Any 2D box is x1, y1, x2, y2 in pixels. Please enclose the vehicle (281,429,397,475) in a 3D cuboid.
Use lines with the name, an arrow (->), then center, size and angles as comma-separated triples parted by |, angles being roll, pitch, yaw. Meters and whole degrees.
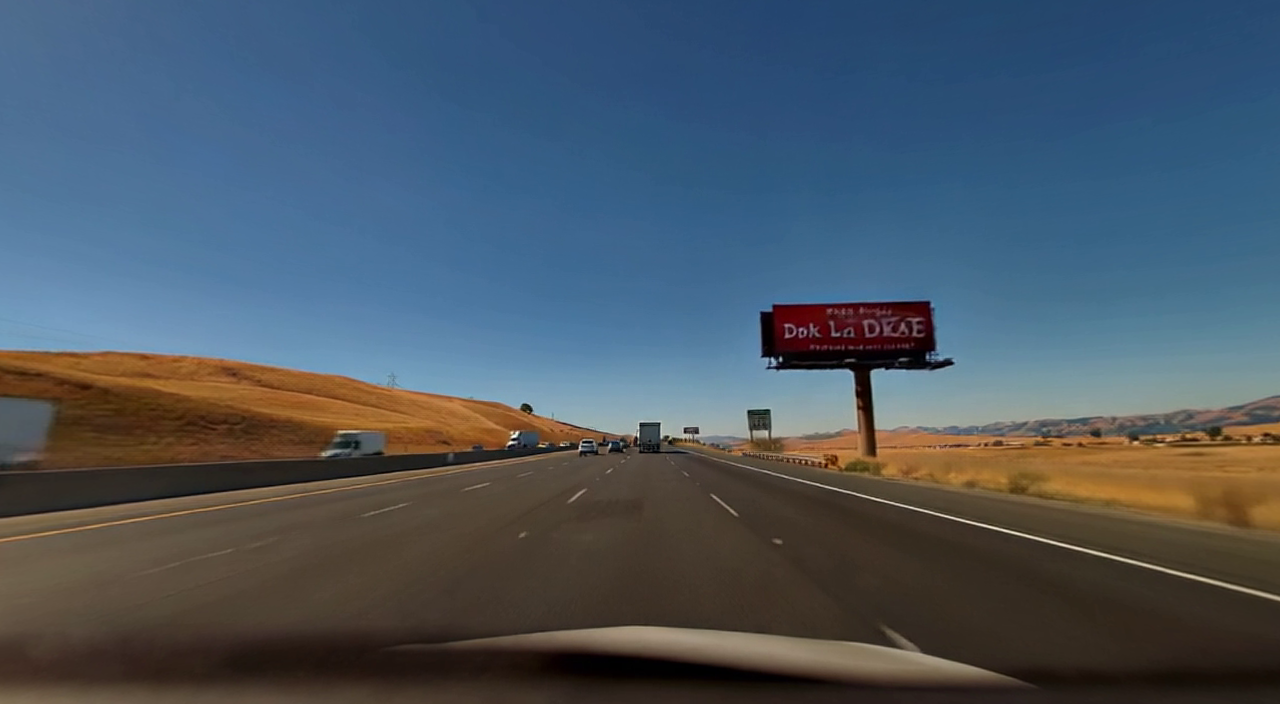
vehicle -> -20.702, 6.957, 44.448 | 2.885, 2.821, 10.731 | 0, -8, 0
